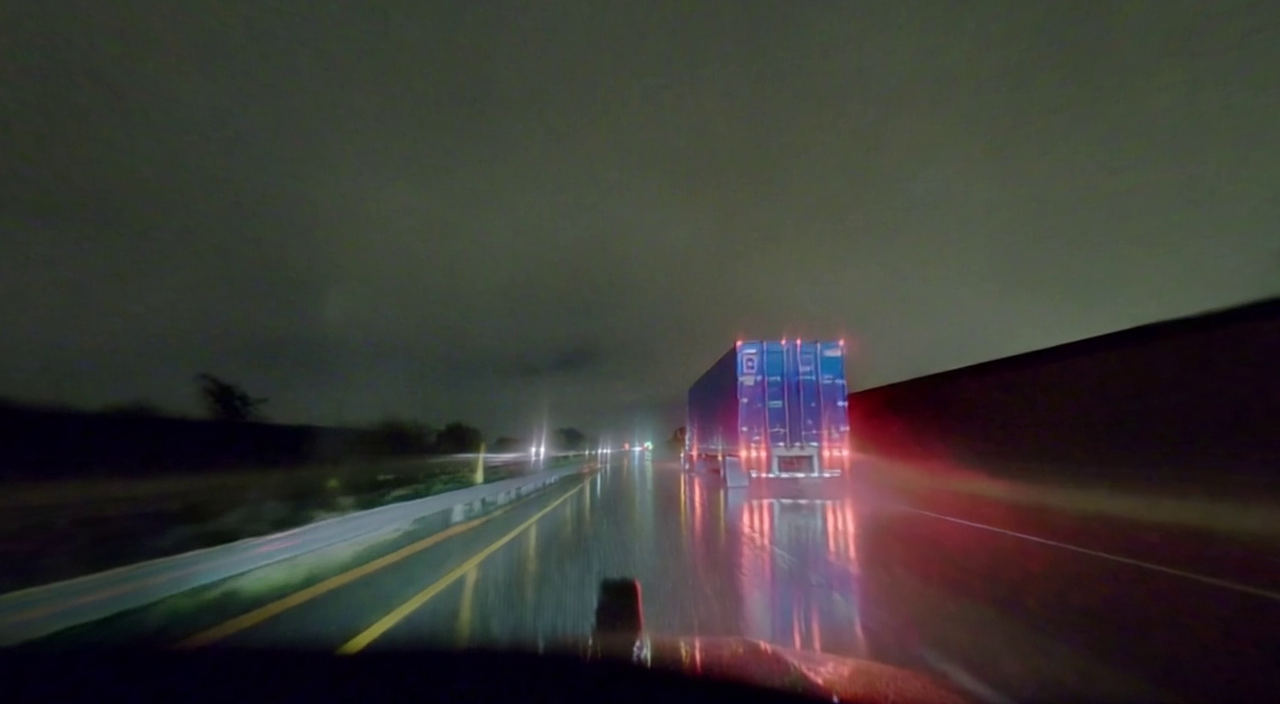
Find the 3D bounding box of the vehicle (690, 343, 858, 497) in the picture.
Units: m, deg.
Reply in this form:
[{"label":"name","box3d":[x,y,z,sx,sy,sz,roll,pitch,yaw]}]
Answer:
[{"label":"vehicle","box3d":[3.935,2.789,23.021,2.922,3.905,14.151,0,-9,-1]}]
